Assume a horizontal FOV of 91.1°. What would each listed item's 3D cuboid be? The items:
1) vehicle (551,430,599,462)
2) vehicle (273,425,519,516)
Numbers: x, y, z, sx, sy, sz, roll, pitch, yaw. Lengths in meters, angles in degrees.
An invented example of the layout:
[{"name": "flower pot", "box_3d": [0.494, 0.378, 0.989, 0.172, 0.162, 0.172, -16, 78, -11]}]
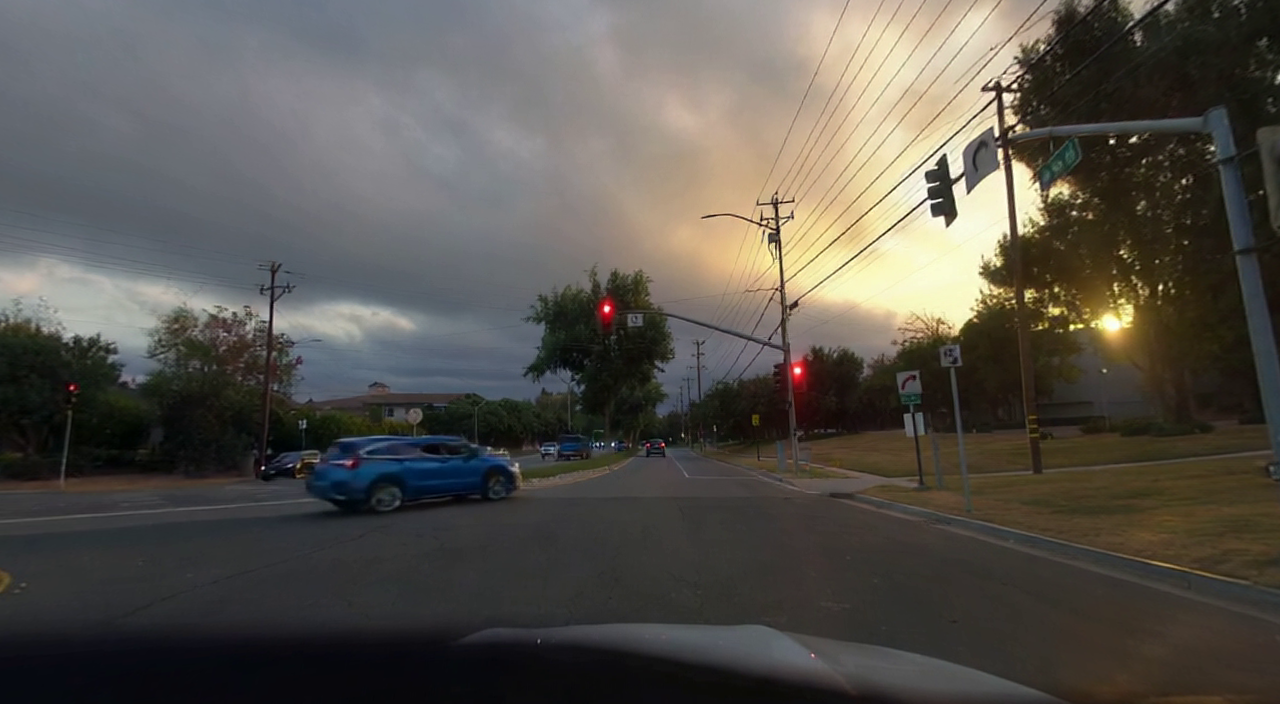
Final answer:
[{"name": "vehicle", "box_3d": [-4.199, 6.183, 41.393, 2.175, 1.957, 4.686, -1, -9, 6]}, {"name": "vehicle", "box_3d": [-5.243, 2.543, 13.995, 4.607, 1.666, 2.051, 8, -12, -43]}]
